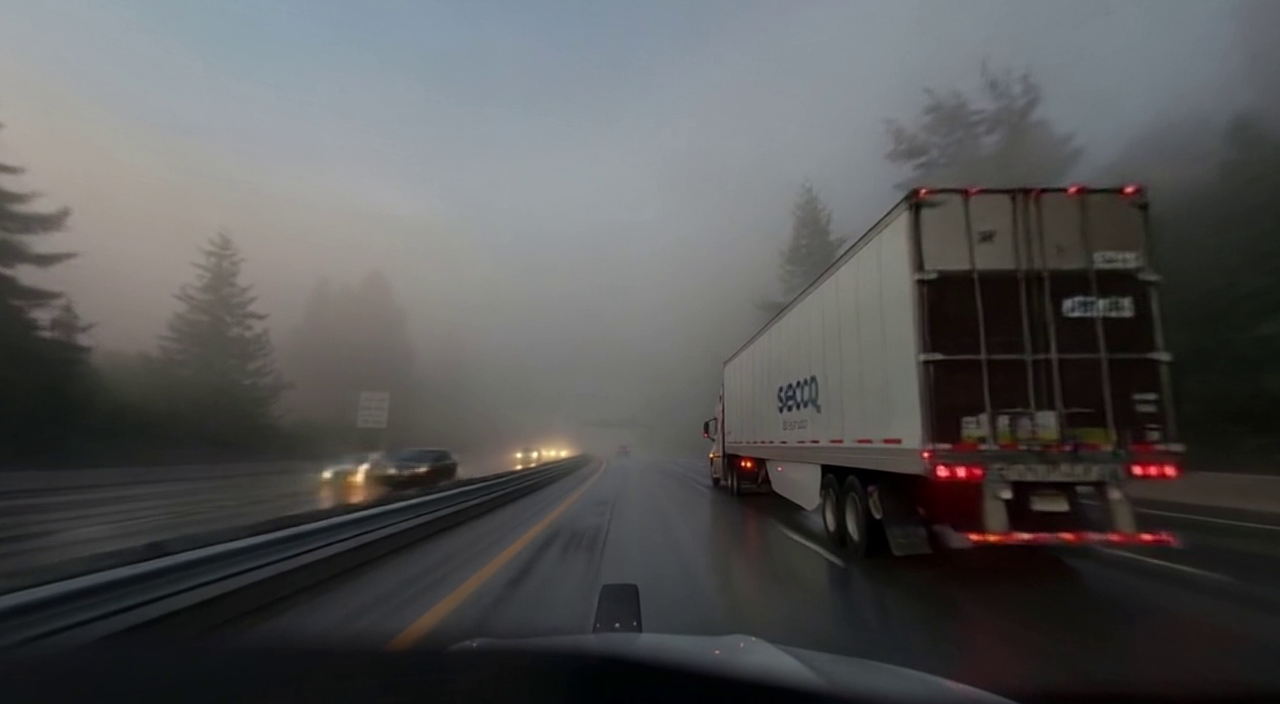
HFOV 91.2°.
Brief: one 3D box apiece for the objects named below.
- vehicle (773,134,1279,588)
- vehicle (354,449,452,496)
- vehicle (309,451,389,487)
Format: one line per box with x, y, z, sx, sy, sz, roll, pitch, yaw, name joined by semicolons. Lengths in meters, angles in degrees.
4.432;0.604;9.556;2.892;3.928;8.380;-1;-9;0;vehicle
-8.585;4.358;23.162;1.950;1.515;4.401;0;-9;-1;vehicle
-13.208;5.299;28.690;1.829;1.502;3.893;0;-9;-1;vehicle
